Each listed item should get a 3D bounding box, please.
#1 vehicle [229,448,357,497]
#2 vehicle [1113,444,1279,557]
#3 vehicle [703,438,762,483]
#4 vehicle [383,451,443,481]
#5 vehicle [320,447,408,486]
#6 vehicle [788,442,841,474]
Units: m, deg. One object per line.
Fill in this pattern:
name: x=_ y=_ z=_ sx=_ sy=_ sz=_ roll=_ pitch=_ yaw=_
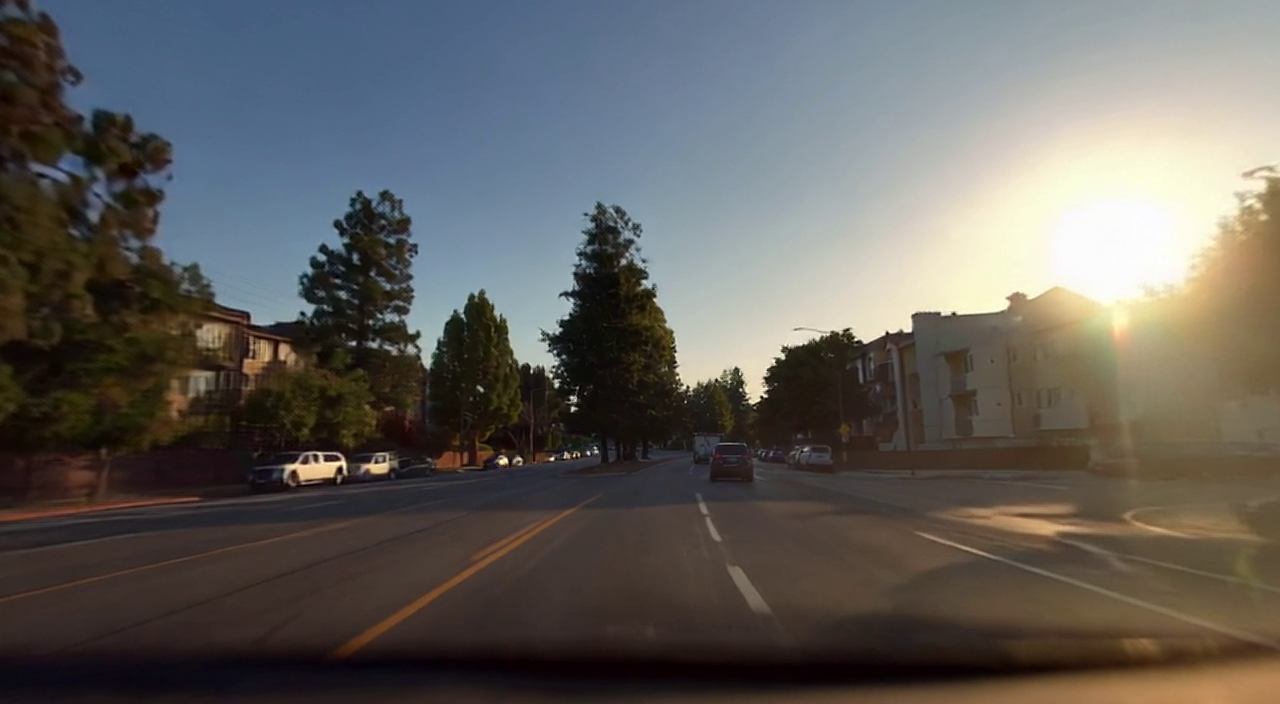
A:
vehicle: x=-16.210 y=5.635 z=30.064 sx=2.239 sy=1.926 sz=6.159 roll=-3 pitch=-8 yaw=5
vehicle: x=9.484 y=2.085 z=9.140 sx=1.928 sy=1.482 sz=4.461 roll=-1 pitch=-9 yaw=2
vehicle: x=3.908 y=4.681 z=27.527 sx=2.085 sy=1.763 sz=4.490 roll=-1 pitch=-9 yaw=3
vehicle: x=-15.178 y=7.615 z=42.565 sx=2.014 sy=1.734 sz=4.651 roll=-2 pitch=-8 yaw=5
vehicle: x=-15.854 y=6.569 z=36.763 sx=2.194 sy=2.022 sz=5.828 roll=-1 pitch=-9 yaw=4
vehicle: x=11.750 y=7.158 z=43.035 sx=2.460 sy=2.002 sz=5.900 roll=-1 pitch=-9 yaw=6
